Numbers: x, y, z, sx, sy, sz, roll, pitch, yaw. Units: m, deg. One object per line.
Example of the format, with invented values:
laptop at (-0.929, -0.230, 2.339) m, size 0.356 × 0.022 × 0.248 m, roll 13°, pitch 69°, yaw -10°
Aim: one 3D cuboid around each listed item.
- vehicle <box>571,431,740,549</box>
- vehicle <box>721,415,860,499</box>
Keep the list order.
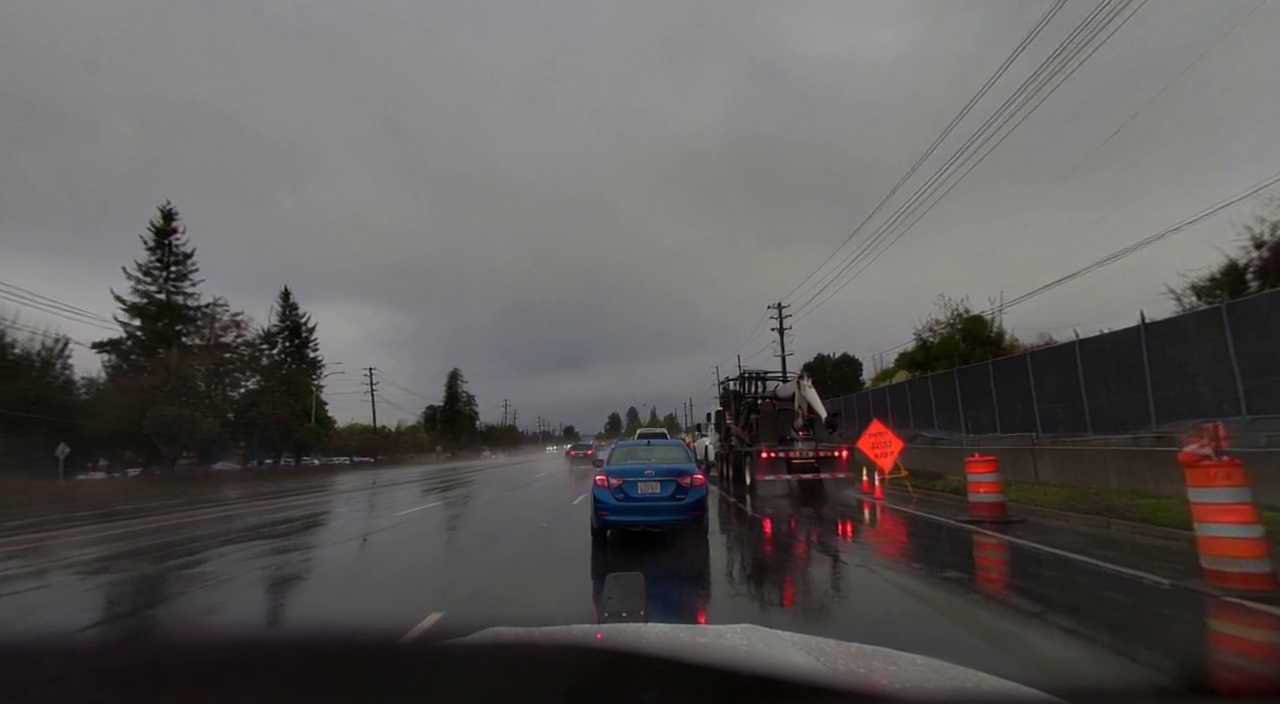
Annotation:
vehicle at (0.211, 2.060, 10.138) m, size 2.128 × 1.473 × 4.272 m, roll 0°, pitch -8°, yaw 0°
vehicle at (4.055, 3.010, 18.459) m, size 2.555 × 2.017 × 6.201 m, roll 0°, pitch -8°, yaw 0°
